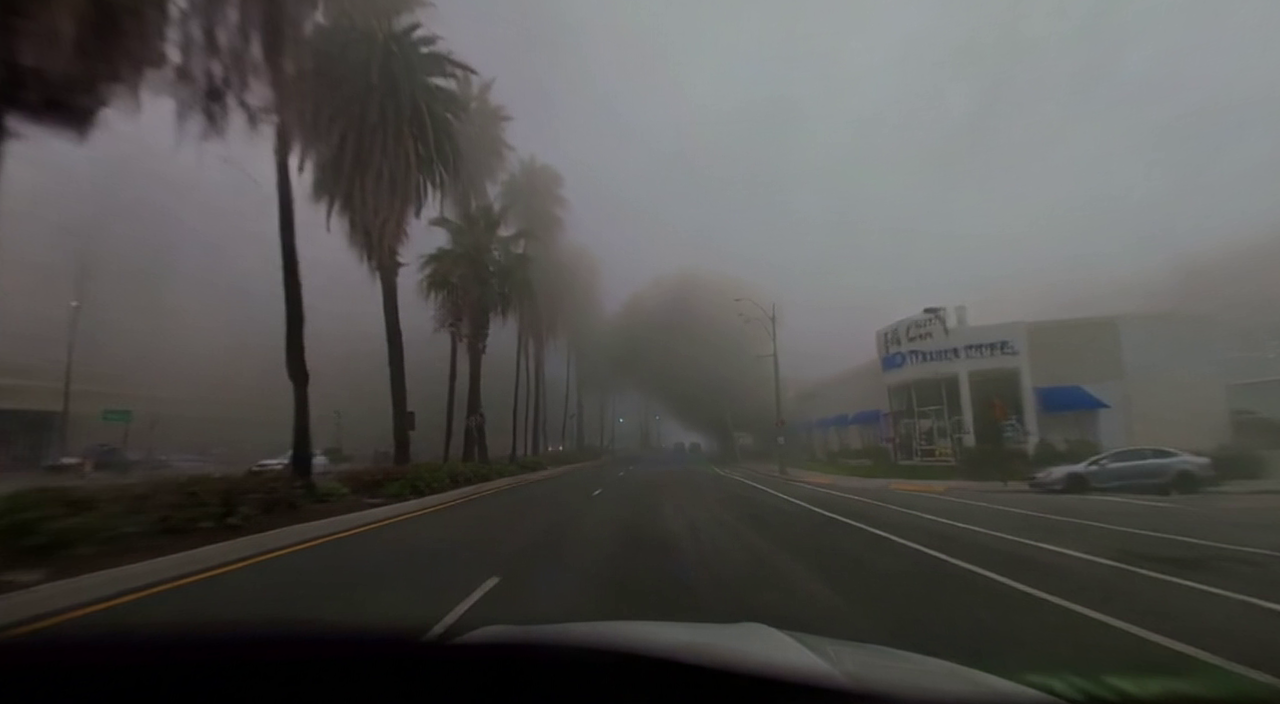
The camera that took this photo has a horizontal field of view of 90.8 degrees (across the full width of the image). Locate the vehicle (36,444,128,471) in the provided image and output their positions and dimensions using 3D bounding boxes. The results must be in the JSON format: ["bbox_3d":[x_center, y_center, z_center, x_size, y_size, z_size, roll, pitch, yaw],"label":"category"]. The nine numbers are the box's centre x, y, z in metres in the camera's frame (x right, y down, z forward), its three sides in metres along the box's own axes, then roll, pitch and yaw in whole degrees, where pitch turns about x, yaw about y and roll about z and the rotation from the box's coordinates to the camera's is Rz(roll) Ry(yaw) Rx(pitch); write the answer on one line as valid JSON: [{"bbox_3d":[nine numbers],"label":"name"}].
[{"bbox_3d":[-36.505,6.896,41.412,4.171,1.682,1.981,-1,-8,3],"label":"vehicle"}]

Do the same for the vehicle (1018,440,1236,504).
[{"bbox_3d":[14.099,3.480,18.698,4.601,1.696,1.977,-3,-9,20],"label":"vehicle"}]

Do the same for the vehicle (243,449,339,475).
[{"bbox_3d":[-22.205,6.981,40.440,5.136,1.515,1.964,4,-9,-24],"label":"vehicle"}]
